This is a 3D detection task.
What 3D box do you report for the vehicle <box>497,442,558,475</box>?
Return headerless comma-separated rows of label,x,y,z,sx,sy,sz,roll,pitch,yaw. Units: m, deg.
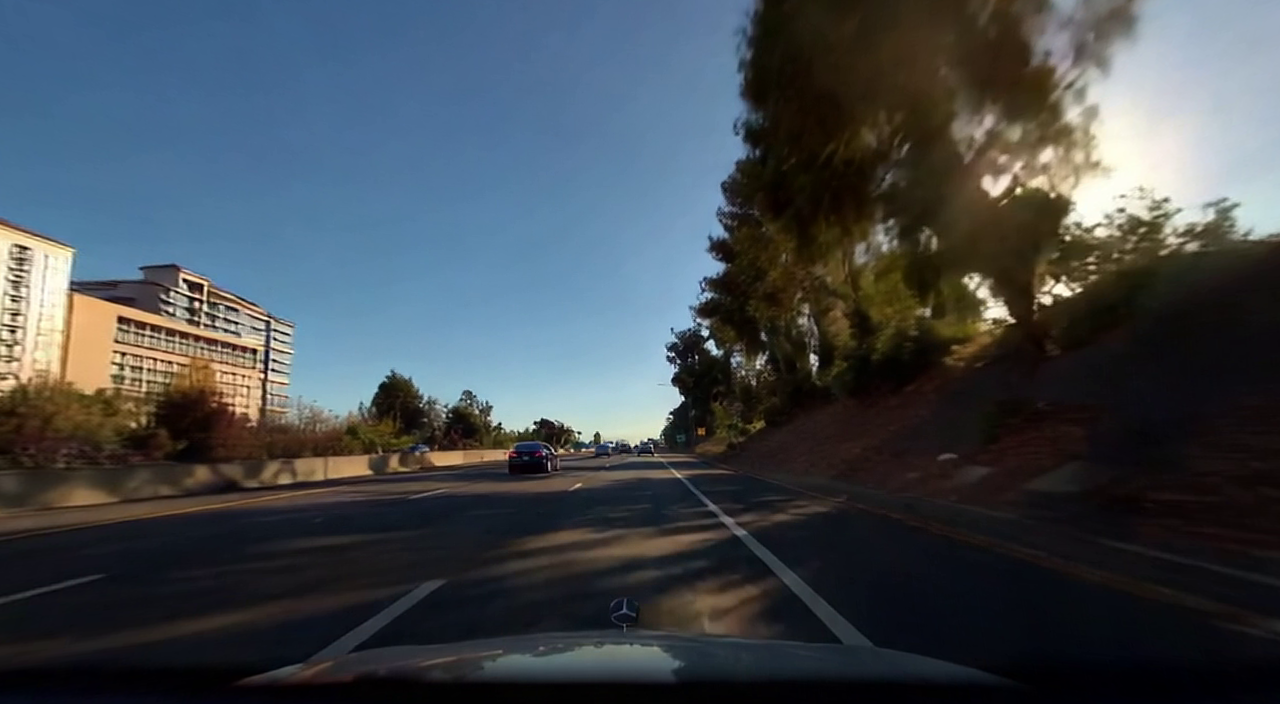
vehicle,-5.375,5.142,30.726,2.083,1.471,4.350,0,-8,1
